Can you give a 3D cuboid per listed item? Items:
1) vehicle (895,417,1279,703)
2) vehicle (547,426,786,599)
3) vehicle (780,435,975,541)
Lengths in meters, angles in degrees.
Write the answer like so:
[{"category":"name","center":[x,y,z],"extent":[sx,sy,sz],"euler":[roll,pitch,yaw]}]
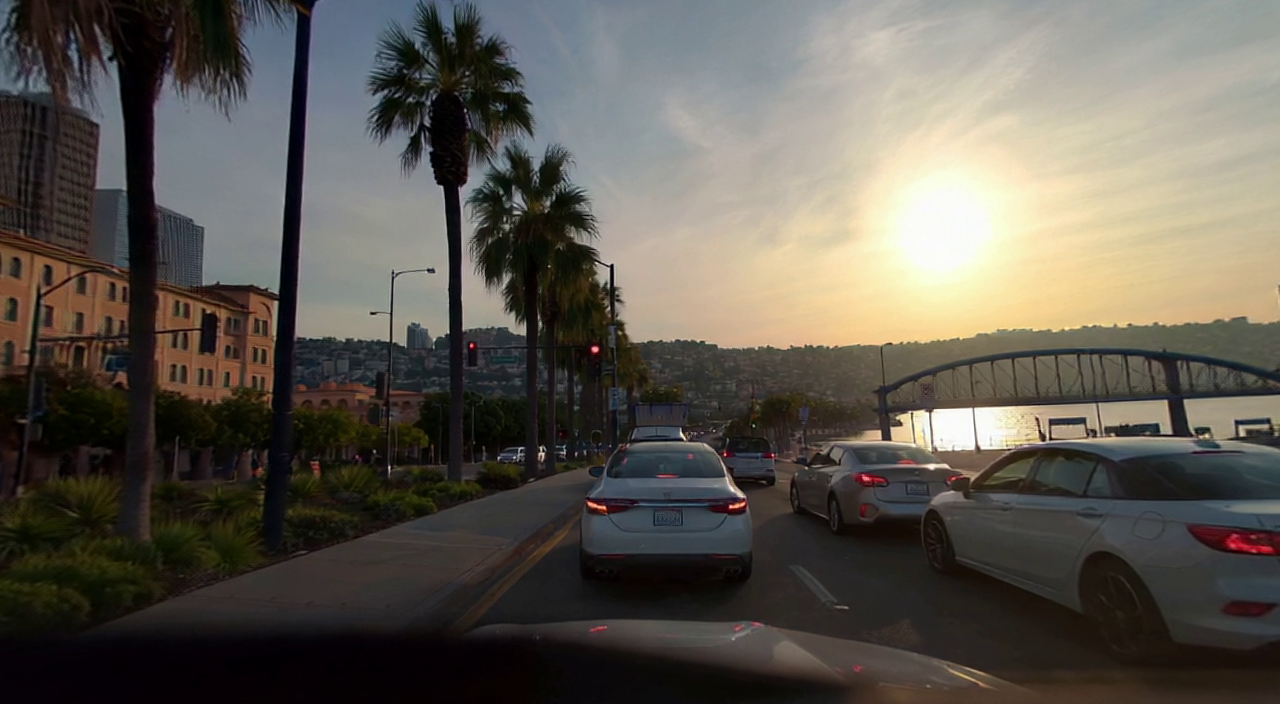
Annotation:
[{"category":"vehicle","center":[3.911,1.363,5.081],"extent":[1.913,1.469,4.425],"euler":[0,-9,1]},{"category":"vehicle","center":[0.264,1.698,7.477],"extent":[2.093,1.503,3.681],"euler":[0,-9,1]},{"category":"vehicle","center":[3.890,2.287,11.295],"extent":[1.920,1.490,4.417],"euler":[-1,-9,3]}]
